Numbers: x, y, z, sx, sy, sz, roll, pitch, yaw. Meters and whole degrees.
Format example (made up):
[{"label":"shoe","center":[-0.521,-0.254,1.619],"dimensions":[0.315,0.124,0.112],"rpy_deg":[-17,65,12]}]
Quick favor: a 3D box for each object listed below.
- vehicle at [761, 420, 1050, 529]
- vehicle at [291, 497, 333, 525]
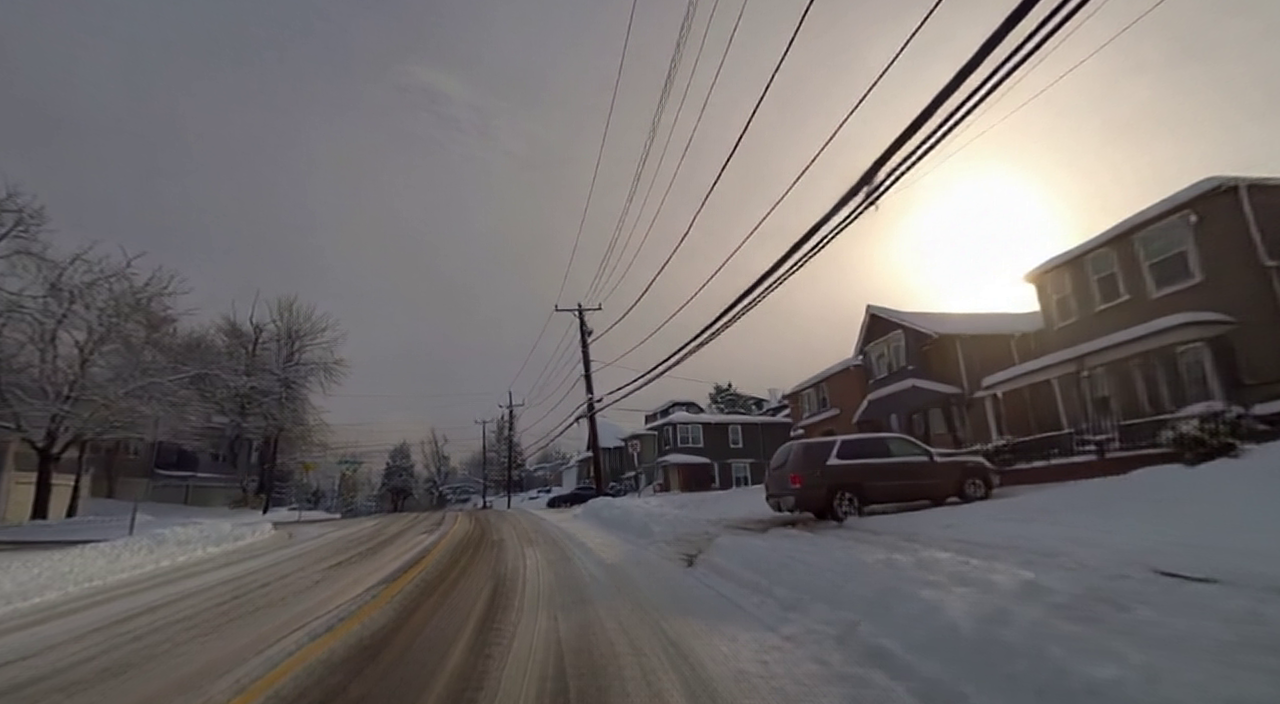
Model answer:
[{"label":"vehicle","center":[5.942,2.754,14.557],"dimensions":[5.578,1.842,2.300],"rpy_deg":[-3,-10,-10]},{"label":"vehicle","center":[-23.154,11.157,44.553],"dimensions":[1.994,1.515,4.385],"rpy_deg":[6,-11,-34]}]
